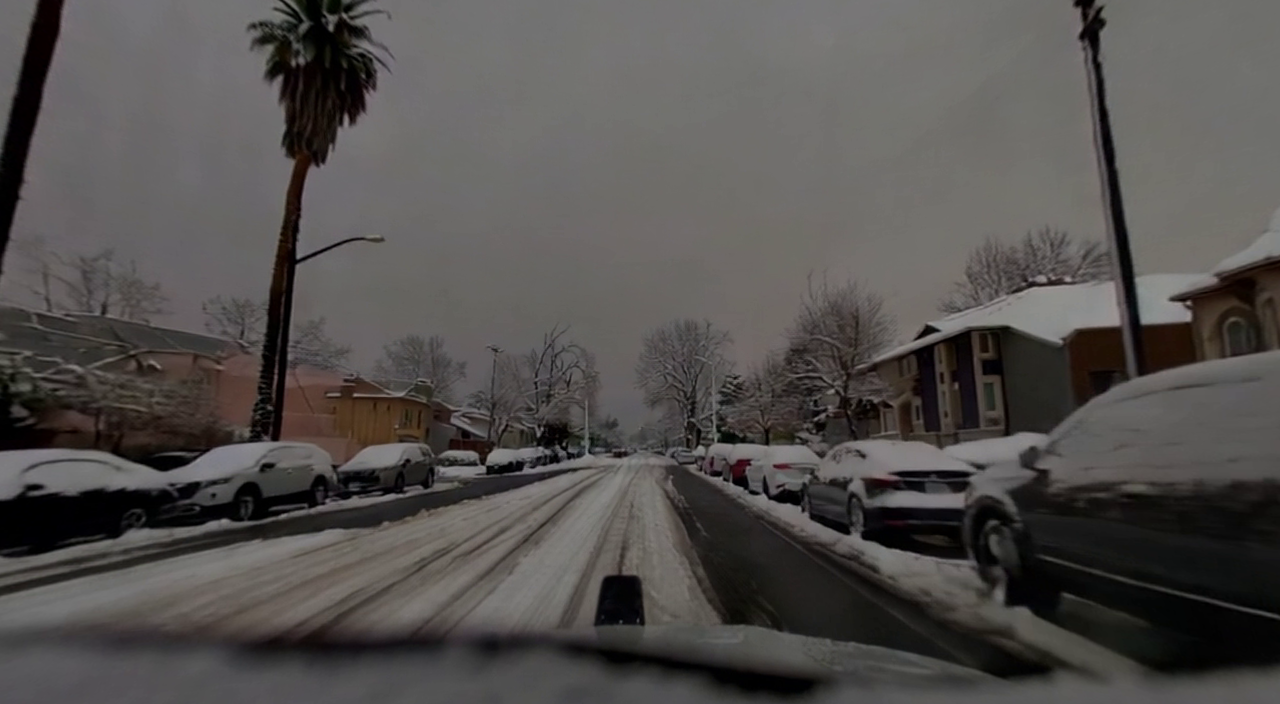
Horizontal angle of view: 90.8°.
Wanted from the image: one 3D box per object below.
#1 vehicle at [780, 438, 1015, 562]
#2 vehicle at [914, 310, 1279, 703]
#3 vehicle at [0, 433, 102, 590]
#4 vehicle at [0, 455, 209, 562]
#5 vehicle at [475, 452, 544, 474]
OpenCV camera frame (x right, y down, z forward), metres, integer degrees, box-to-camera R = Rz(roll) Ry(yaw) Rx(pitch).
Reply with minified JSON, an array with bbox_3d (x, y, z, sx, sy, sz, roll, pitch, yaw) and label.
[{"bbox_3d":[3.652,2.147,10.036,1.819,1.487,4.537,0,-8,0],"label":"vehicle"},{"bbox_3d":[3.786,0.931,3.624,2.121,1.929,4.763,1,-8,-2],"label":"vehicle"},{"bbox_3d":[-9.093,1.786,7.191,4.009,1.712,1.895,4,-9,-25],"label":"vehicle"},{"bbox_3d":[-9.350,2.382,9.938,3.867,1.471,1.852,4,-9,-23],"label":"vehicle"},{"bbox_3d":[-9.162,7.752,44.332,4.419,1.486,1.808,3,-9,-21],"label":"vehicle"}]
